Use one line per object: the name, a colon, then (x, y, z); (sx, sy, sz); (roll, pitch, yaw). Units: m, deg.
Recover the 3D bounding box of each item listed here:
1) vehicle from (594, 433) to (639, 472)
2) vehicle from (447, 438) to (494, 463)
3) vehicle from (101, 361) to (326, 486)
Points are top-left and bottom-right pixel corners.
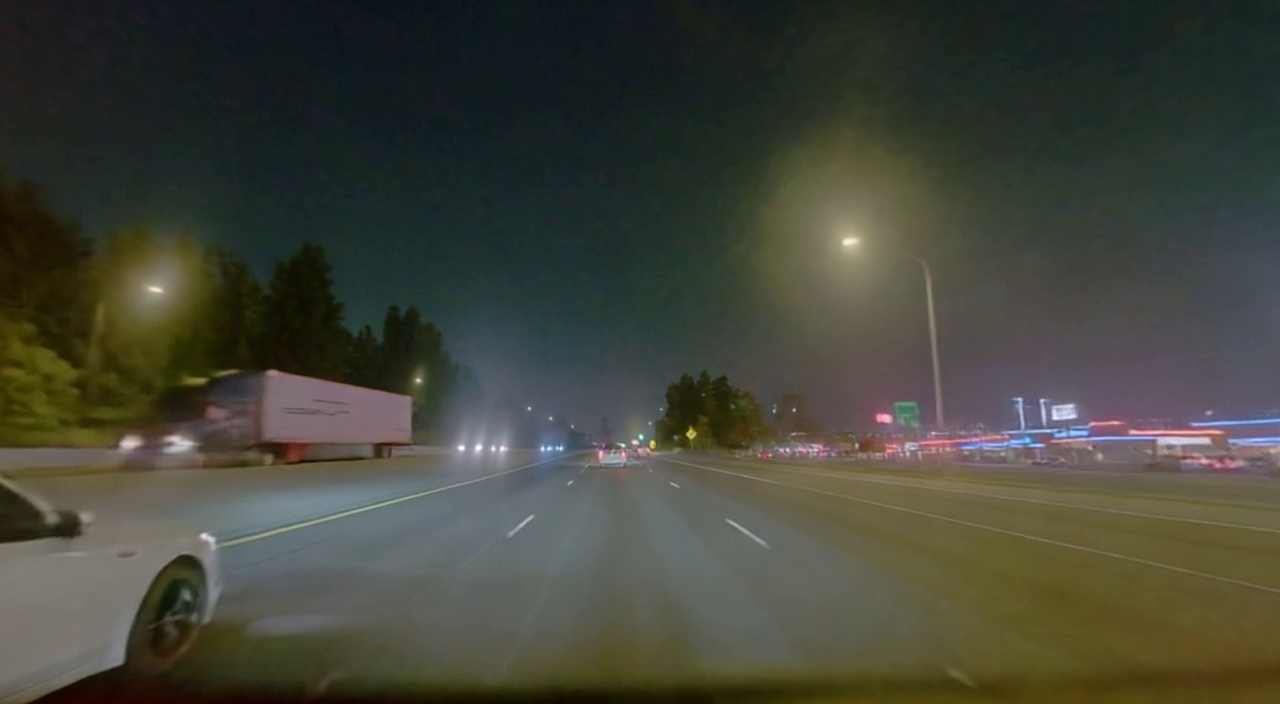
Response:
vehicle: (-1.228, 5.273, 33.202); (2.155, 1.856, 4.796); (0, -9, -2)
vehicle: (-12.417, 7.257, 46.600); (2.084, 1.683, 5.021); (0, -9, 0)
vehicle: (-15.697, 2.876, 24.401); (3.062, 4.003, 8.152); (0, -9, -2)
